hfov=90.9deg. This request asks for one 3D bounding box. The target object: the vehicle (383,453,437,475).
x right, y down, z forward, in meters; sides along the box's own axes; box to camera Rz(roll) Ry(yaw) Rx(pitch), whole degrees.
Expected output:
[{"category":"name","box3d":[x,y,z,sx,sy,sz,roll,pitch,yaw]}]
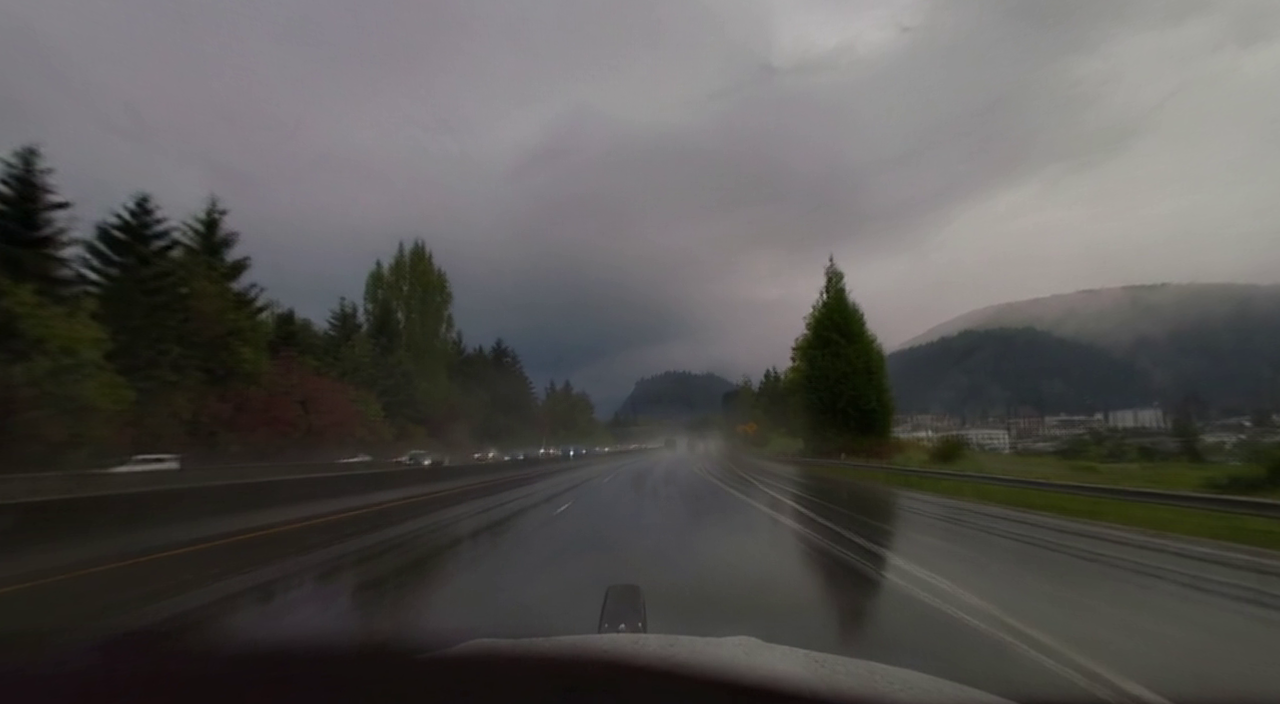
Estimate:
[{"category":"vehicle","box3d":[-16.458,8.006,45.329,1.920,1.477,4.708,0,-9,2]}]

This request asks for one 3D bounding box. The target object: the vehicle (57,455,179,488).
[{"category":"vehicle","box3d":[-25.659,5.867,31.254,1.888,1.473,4.745,0,-9,1]}]
